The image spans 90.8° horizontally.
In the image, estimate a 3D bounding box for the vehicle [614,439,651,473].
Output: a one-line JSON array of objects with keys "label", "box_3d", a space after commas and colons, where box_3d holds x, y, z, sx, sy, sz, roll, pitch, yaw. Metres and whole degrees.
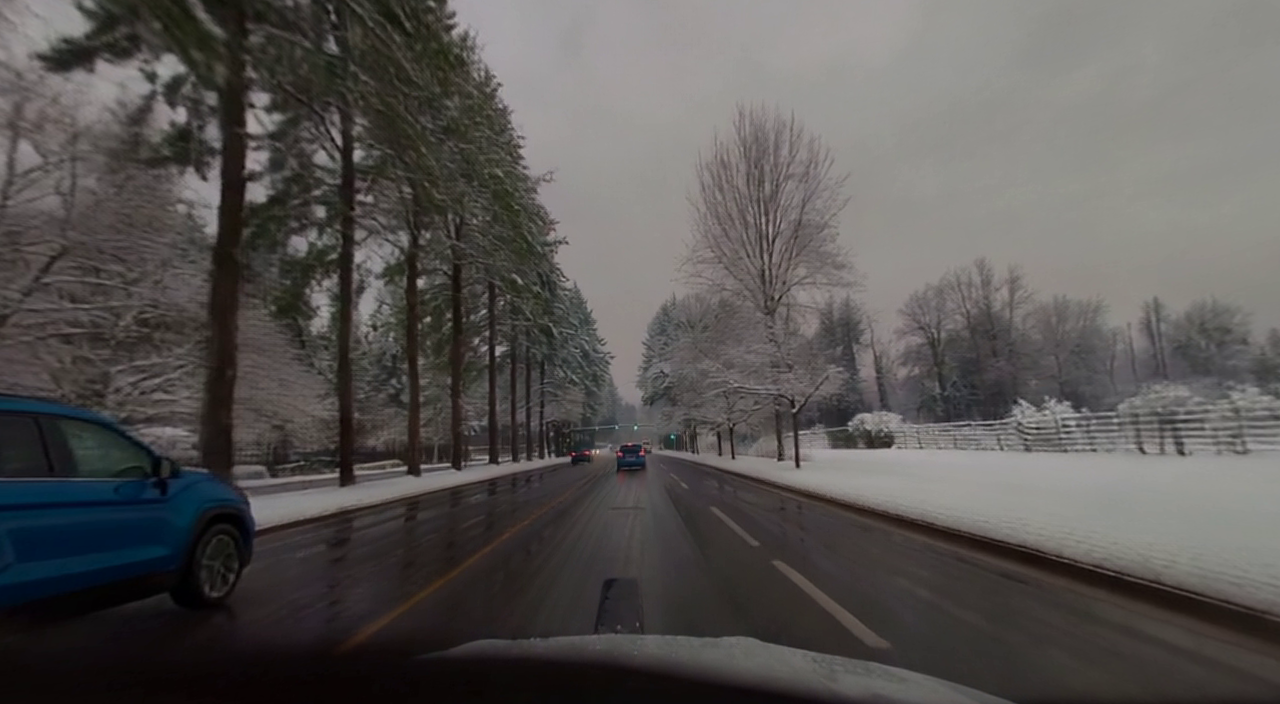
[{"label": "vehicle", "box_3d": [-0.405, 5.928, 36.221, 2.018, 1.769, 3.897, 0, -8, 0]}]

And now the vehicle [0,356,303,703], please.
[{"label": "vehicle", "box_3d": [-4.043, 0.959, 3.486, 1.860, 1.741, 4.479, 0, -8, 0]}]

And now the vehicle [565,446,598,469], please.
[{"label": "vehicle", "box_3d": [-4.121, 7.483, 45.075, 1.936, 1.538, 4.016, 0, -8, 0]}]
